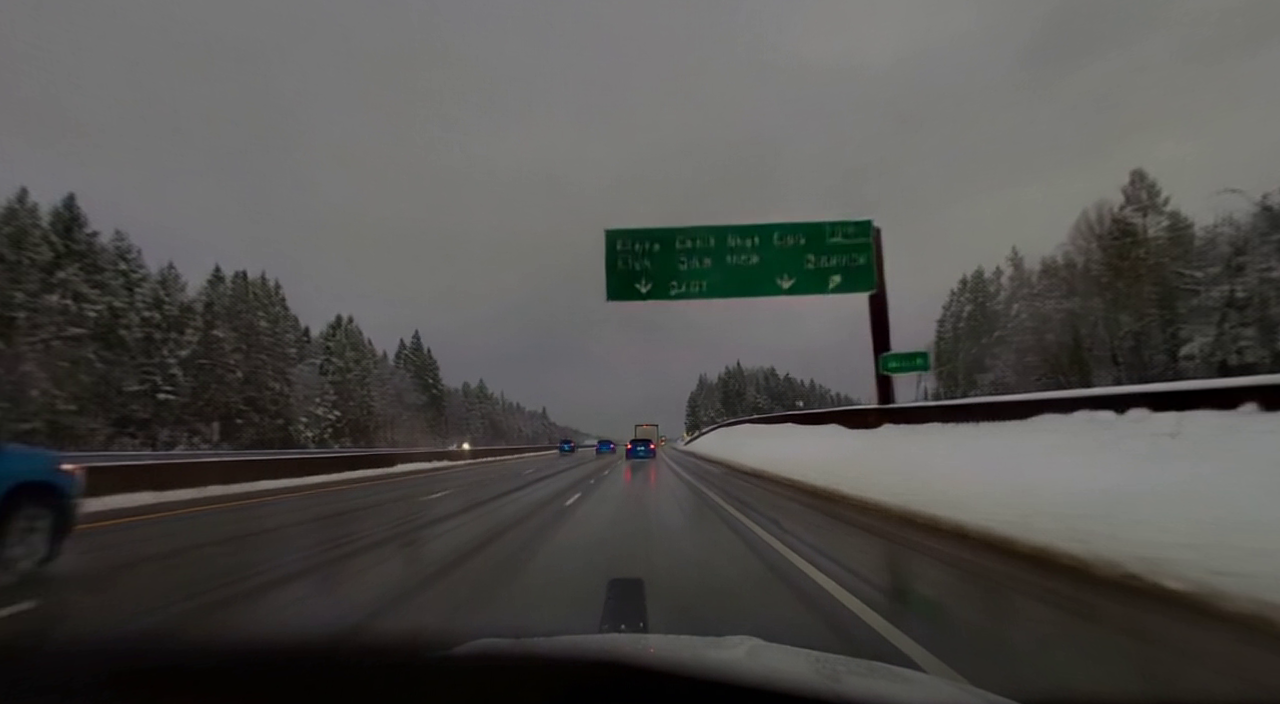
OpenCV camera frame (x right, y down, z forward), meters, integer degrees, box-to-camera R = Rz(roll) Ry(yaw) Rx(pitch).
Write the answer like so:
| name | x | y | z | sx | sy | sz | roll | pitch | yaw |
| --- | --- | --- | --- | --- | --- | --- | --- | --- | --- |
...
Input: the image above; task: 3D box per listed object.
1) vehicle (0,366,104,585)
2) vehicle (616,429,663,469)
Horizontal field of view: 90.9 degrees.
| name | x | y | z | sx | sy | sz | roll | pitch | yaw |
| --- | --- | --- | --- | --- | --- | --- | --- | --- | --- |
| vehicle | -6.910 | 0.840 | 3.800 | 2.323 | 1.947 | 5.672 | 0 | -8 | 0 |
| vehicle | -0.014 | 5.154 | 33.668 | 2.309 | 1.915 | 5.130 | 0 | -8 | 0 |
